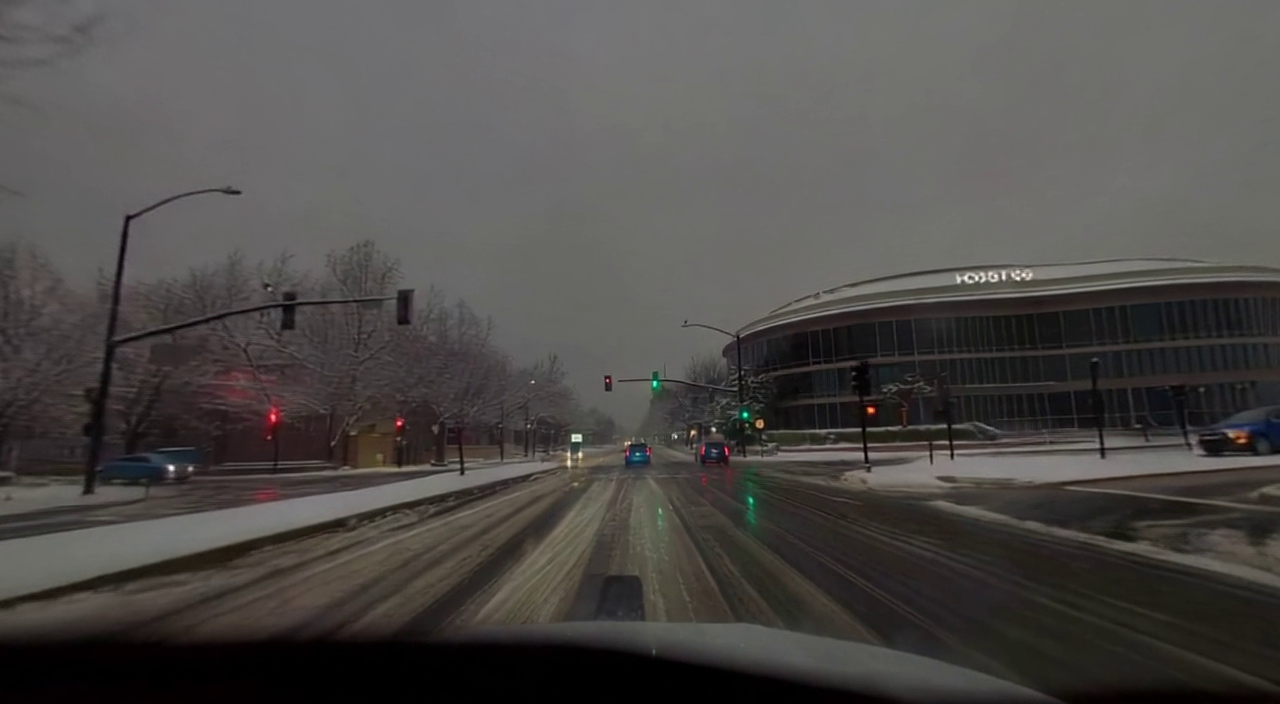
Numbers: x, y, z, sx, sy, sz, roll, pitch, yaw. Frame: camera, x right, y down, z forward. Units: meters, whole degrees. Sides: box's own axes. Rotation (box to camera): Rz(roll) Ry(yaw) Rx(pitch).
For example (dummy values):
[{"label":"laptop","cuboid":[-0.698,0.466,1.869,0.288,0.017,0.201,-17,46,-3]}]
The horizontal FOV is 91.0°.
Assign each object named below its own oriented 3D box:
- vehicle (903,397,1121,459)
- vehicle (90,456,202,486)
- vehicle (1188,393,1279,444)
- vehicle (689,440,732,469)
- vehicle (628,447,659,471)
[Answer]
[{"label":"vehicle","cuboid":[22.184,4.640,38.211,10.893,3.534,3.195,0,-9,4]},{"label":"vehicle","cuboid":[-26.851,6.453,34.308,4.500,1.555,1.913,0,-9,3]},{"label":"vehicle","cuboid":[23.340,2.505,23.284,1.887,1.635,4.695,1,-9,0]},{"label":"vehicle","cuboid":[4.552,6.735,41.447,2.174,1.749,4.739,0,-9,-2]},{"label":"vehicle","cuboid":[0.241,7.269,42.960,2.014,1.525,4.197,0,-9,0]}]
